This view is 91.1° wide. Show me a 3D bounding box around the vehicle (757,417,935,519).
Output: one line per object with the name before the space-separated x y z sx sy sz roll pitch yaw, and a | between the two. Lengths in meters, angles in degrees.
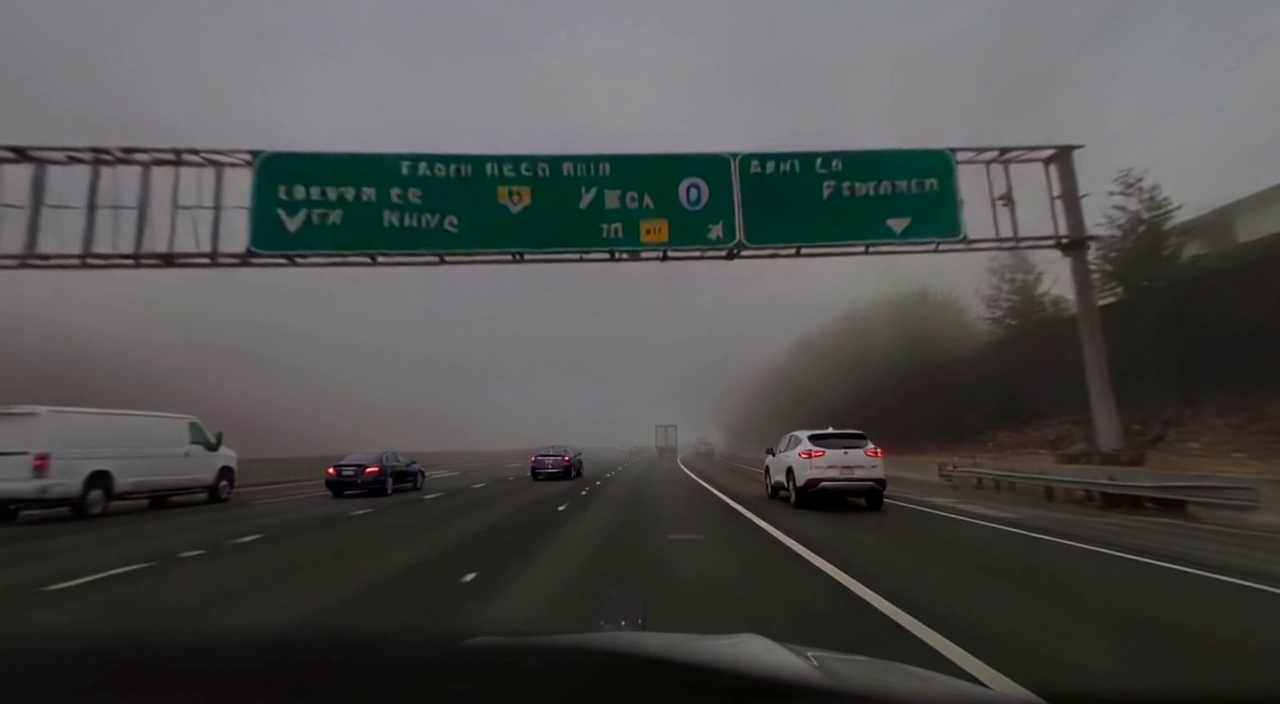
vehicle | 3.926 2.321 13.026 2.108 1.709 4.703 0 -8 0

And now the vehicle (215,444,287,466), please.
vehicle | -26.972 7.139 43.719 1.837 1.464 4.699 -1 -8 3

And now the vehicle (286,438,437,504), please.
vehicle | -6.952 2.989 16.235 1.909 1.482 4.140 0 -8 1

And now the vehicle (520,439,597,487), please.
vehicle | -2.698 3.779 21.713 1.947 1.479 4.114 0 -8 2

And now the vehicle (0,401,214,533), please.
vehicle | -10.783 2.096 11.859 2.131 2.006 4.550 0 -8 1
